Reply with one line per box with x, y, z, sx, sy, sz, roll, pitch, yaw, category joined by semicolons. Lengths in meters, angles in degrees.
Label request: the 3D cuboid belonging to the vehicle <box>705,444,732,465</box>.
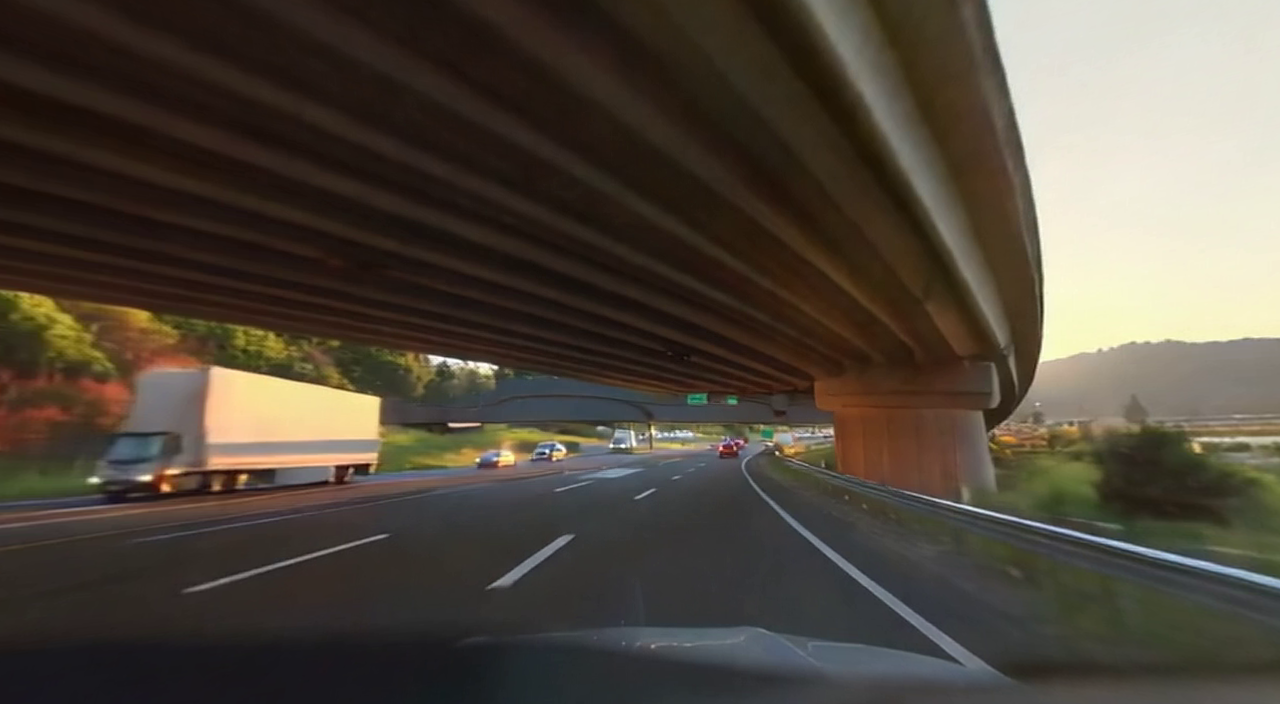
5.755;7.493;46.002;1.807;1.427;3.645;-2;-9;9;vehicle

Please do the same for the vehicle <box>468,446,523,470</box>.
-9.400;6.938;41.389;1.908;1.447;4.337;-2;-9;10;vehicle

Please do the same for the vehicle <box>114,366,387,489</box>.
-13.063;2.868;22.681;2.965;3.507;9.019;-2;-9;9;vehicle
